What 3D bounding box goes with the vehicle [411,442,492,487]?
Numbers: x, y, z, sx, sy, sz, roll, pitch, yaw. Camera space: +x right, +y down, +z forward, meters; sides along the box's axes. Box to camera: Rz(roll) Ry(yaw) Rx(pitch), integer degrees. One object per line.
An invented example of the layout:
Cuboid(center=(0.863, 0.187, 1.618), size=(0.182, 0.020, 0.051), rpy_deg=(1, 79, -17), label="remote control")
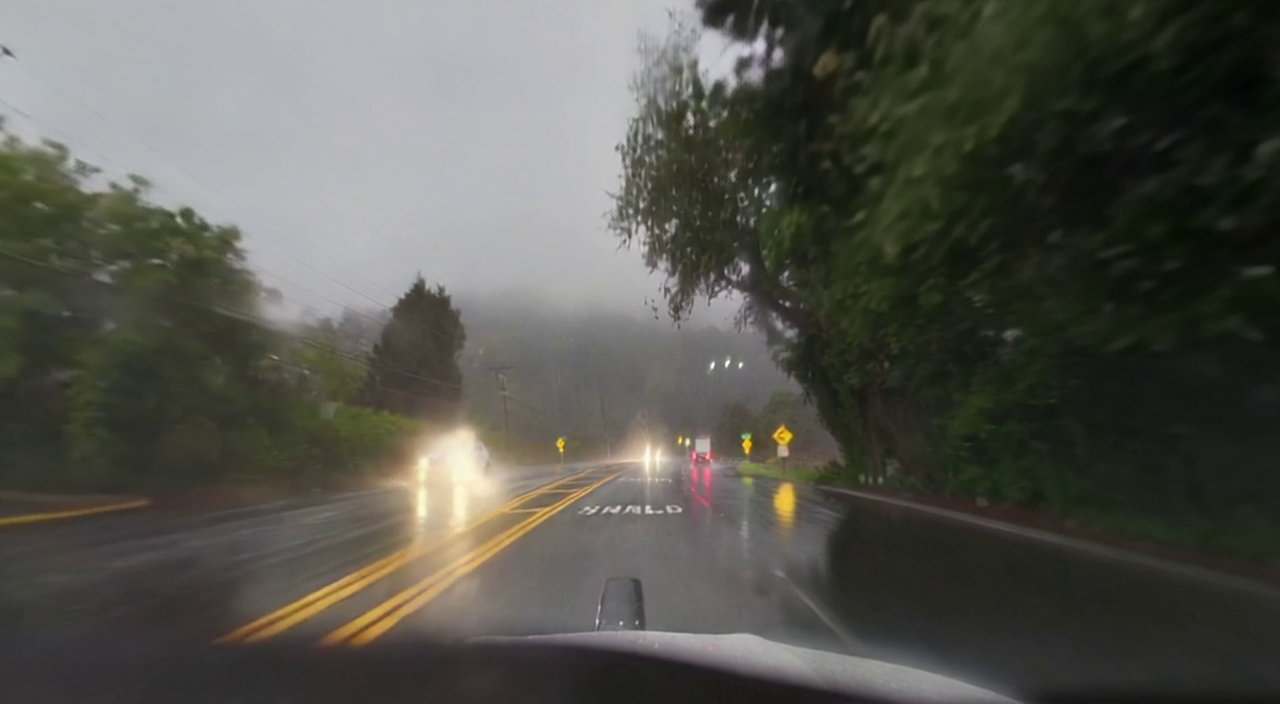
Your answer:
Cuboid(center=(-7.666, 4.593, 26.206), size=(2.056, 1.677, 4.282), rpy_deg=(0, -9, 0), label="vehicle")
